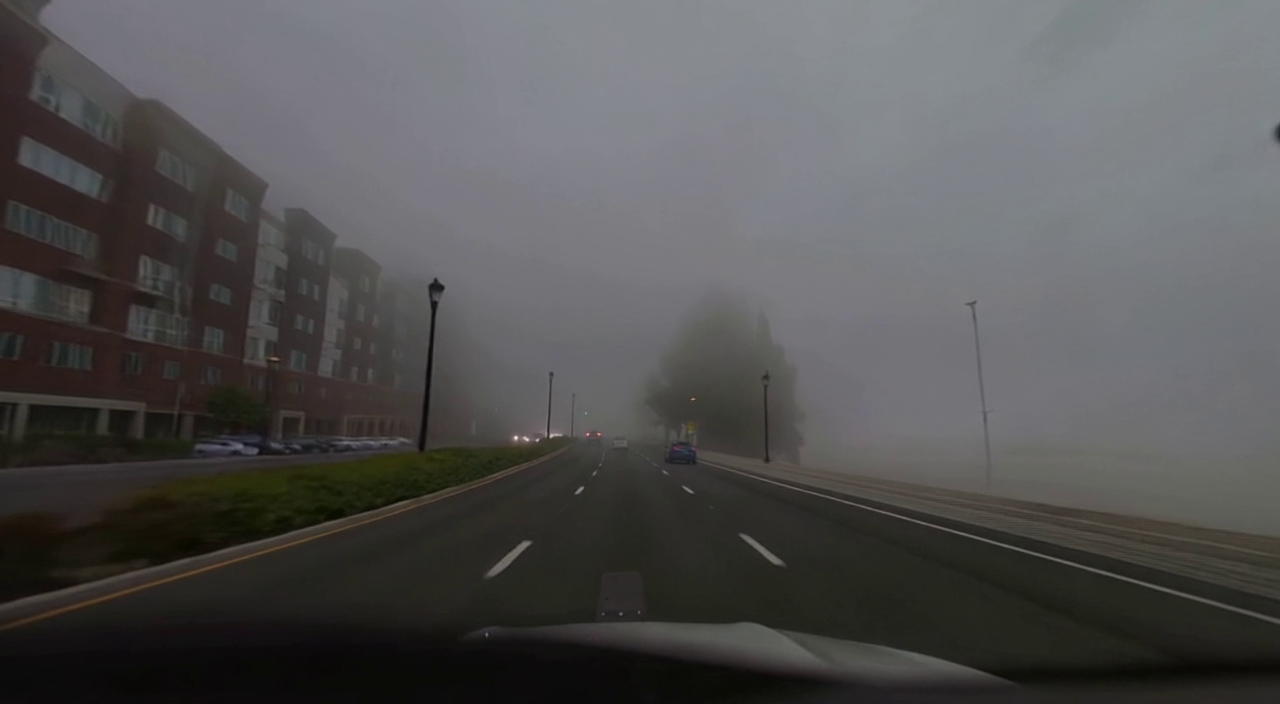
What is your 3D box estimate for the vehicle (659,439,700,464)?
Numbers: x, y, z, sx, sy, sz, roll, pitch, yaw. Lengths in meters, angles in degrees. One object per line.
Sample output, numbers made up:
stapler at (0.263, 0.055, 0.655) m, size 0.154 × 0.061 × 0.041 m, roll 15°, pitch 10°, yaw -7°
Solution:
vehicle at (2.417, 6.233, 39.649) m, size 2.090 × 1.506 × 4.382 m, roll 0°, pitch -9°, yaw -3°
